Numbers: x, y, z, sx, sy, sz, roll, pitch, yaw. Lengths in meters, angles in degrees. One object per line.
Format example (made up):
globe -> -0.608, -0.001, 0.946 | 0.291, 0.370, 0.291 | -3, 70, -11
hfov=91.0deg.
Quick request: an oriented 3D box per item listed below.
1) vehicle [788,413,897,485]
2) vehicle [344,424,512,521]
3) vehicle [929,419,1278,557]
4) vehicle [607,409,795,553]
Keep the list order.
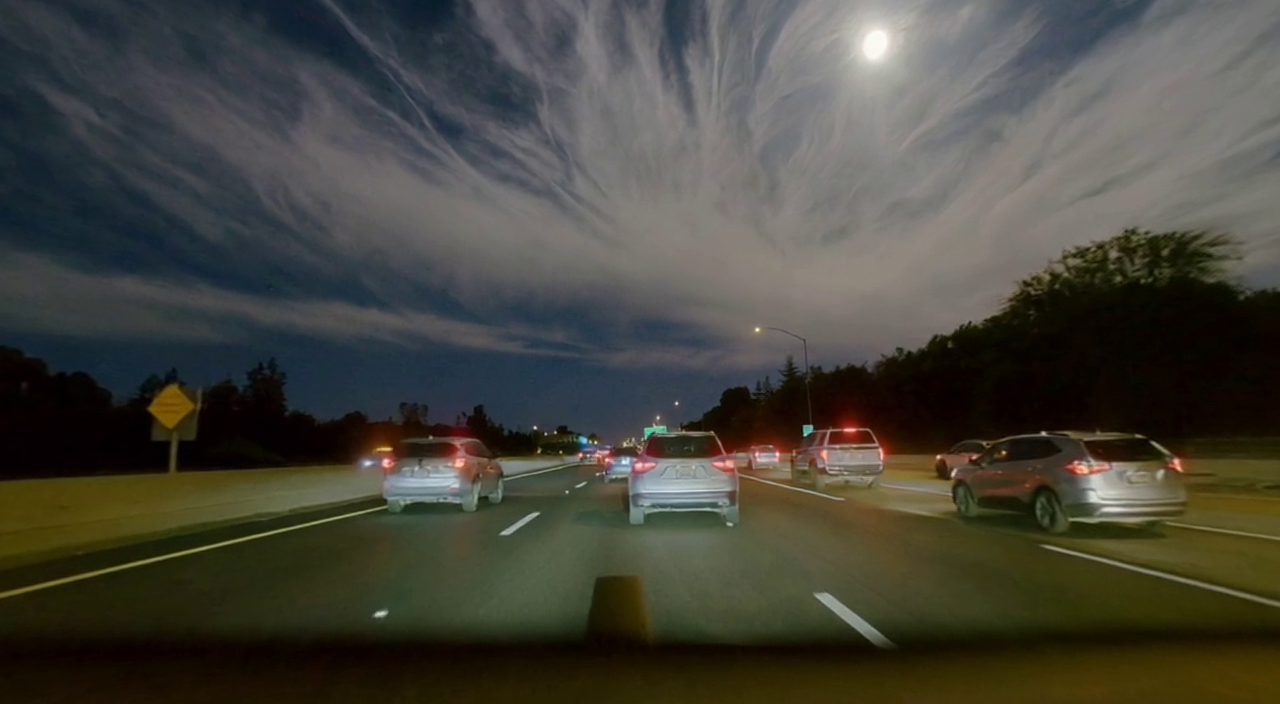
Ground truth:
vehicle -> 7.771, 3.843, 24.994 | 2.390, 2.503, 5.788 | 0, -9, 0
vehicle -> -4.347, 2.557, 13.892 | 2.047, 1.755, 4.638 | 0, -9, 0
vehicle -> 6.674, 1.994, 9.914 | 1.972, 1.647, 4.429 | 0, -9, -2
vehicle -> 0.662, 1.889, 9.790 | 2.230, 1.740, 3.976 | 1, -9, -4
